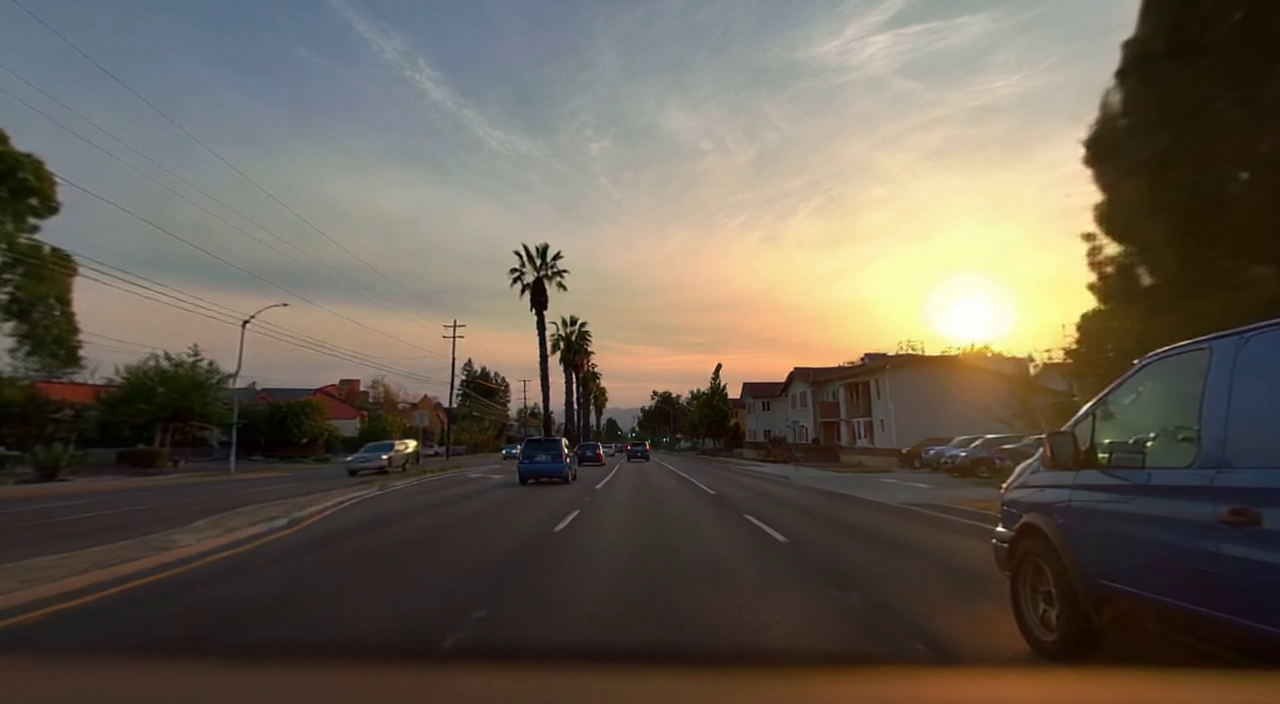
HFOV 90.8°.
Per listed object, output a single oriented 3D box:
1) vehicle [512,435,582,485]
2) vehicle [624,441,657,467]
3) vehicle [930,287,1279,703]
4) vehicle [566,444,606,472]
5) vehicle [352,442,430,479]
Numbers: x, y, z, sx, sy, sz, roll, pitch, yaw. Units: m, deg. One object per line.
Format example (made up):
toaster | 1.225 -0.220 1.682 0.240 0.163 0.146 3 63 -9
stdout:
vehicle | -3.437 4.086 24.176 1.967 1.703 4.157 0 -9 1
vehicle | 0.002 7.223 44.753 2.191 1.761 3.857 0 -9 -2
vehicle | 3.569 0.788 2.843 2.234 1.912 4.847 0 -9 1
vehicle | -2.994 5.987 35.804 1.869 1.454 4.142 0 -9 0
vehicle | -12.090 5.285 31.009 1.989 1.631 4.500 0 -9 0
